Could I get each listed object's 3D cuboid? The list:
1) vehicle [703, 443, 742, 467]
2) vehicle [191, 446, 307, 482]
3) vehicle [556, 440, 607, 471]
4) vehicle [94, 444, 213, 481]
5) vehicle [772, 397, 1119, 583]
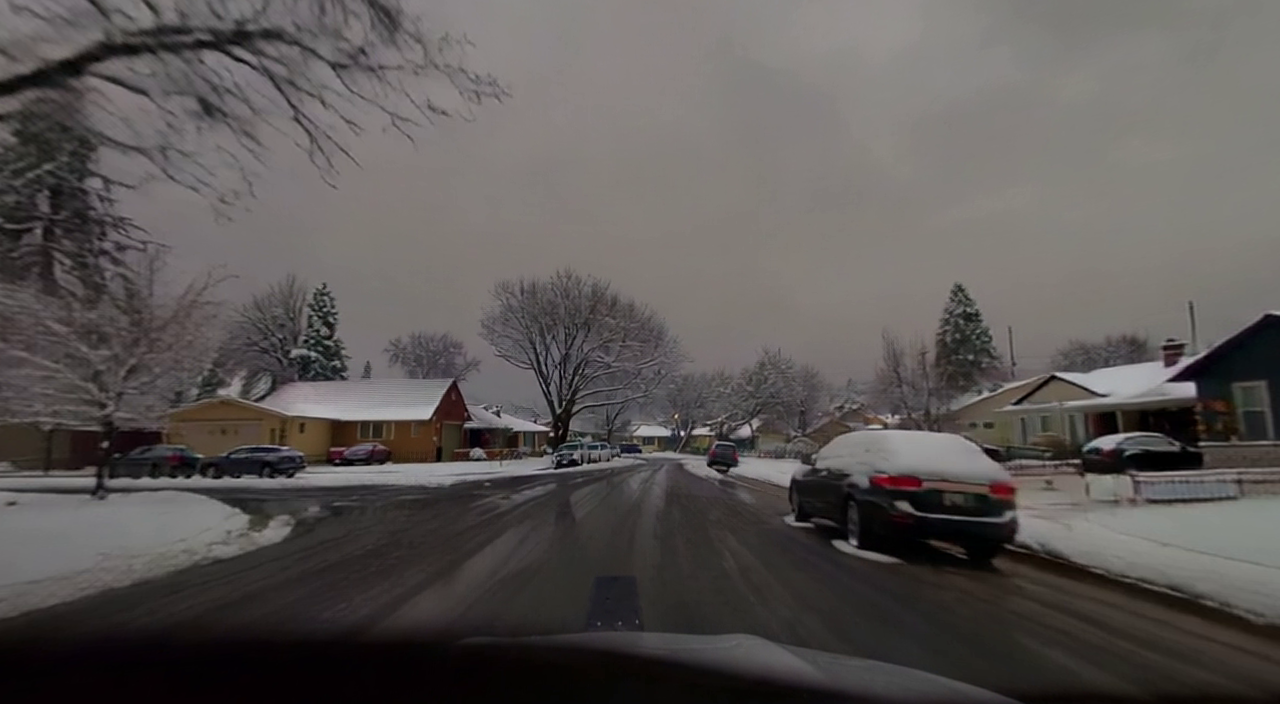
[{"bbox_3d":[6.012,7.380,45.496,2.075,1.657,4.648,-2,-9,16],"label":"vehicle"},{"bbox_3d":[-16.449,4.705,26.705,3.734,1.441,1.756,-1,-9,4],"label":"vehicle"},{"bbox_3d":[-3.757,6.716,41.209,2.041,1.762,4.508,-3,-8,11],"label":"vehicle"},{"bbox_3d":[-20.637,4.693,26.896,3.610,1.501,1.814,-1,-9,4],"label":"vehicle"},{"bbox_3d":[3.540,1.726,8.752,2.228,1.813,4.901,0,-9,-1],"label":"vehicle"}]
